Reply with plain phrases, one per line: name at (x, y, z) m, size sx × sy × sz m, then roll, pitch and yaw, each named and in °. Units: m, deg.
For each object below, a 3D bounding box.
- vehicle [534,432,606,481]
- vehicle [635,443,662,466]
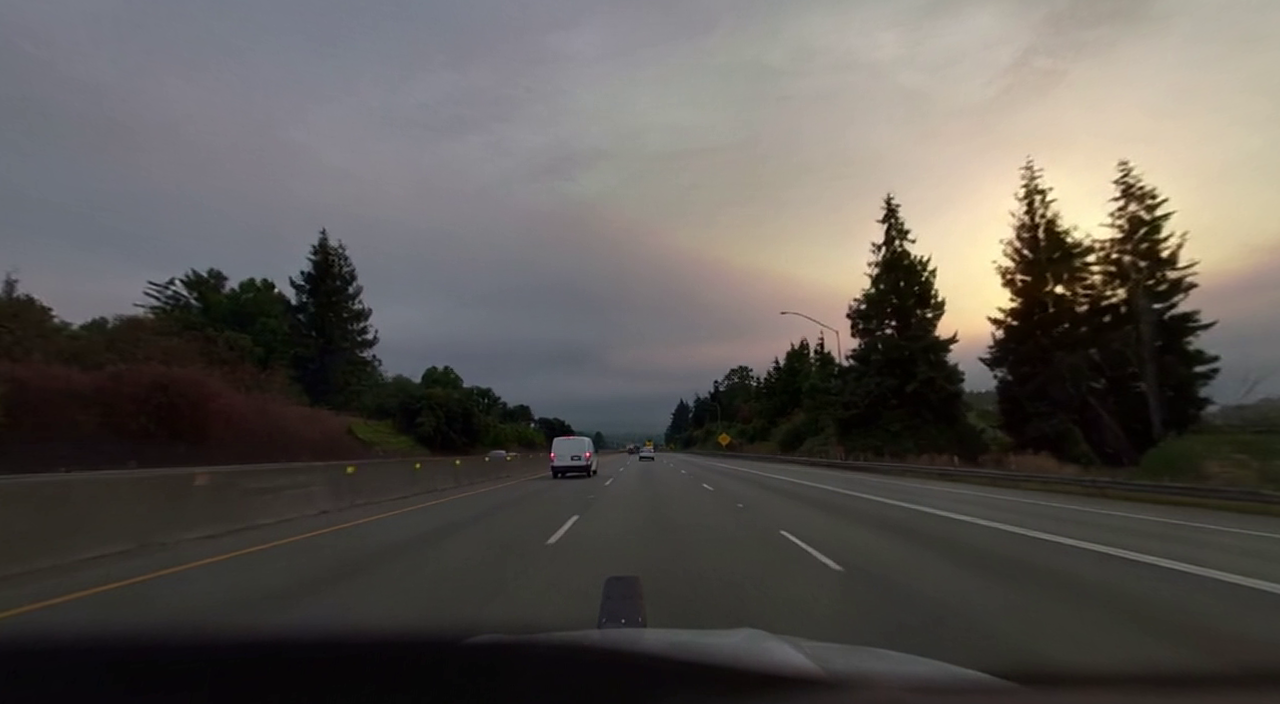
vehicle at (-2.968, 4.656, 28.295) m, size 2.572 × 1.927 × 5.803 m, roll 0°, pitch -9°, yaw 0°
vehicle at (0.641, 8.082, 49.883) m, size 2.067 × 1.690 × 3.901 m, roll 0°, pitch -9°, yaw -1°
